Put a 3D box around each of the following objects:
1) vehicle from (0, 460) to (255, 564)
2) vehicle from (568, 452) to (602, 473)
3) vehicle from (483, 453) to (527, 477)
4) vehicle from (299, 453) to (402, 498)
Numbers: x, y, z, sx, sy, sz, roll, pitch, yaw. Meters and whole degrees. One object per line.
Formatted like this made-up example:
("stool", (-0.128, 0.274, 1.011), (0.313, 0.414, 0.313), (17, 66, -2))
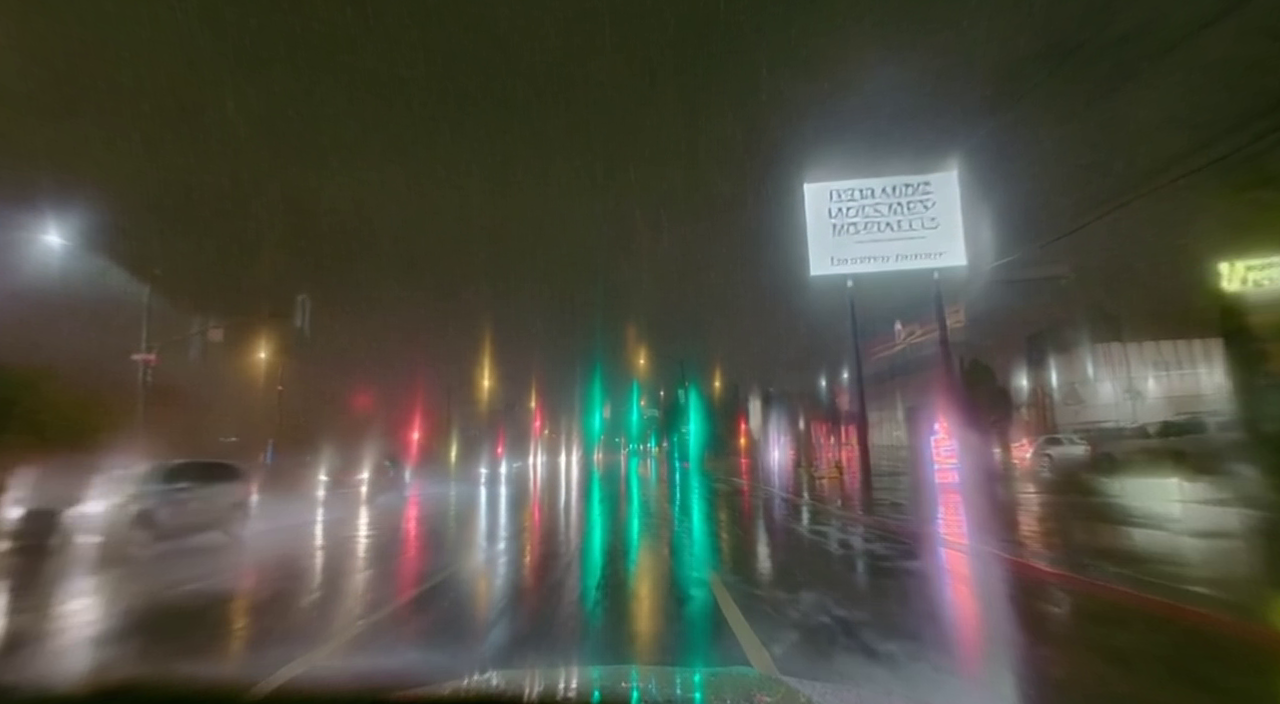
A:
("vehicle", (-9.496, 2.768, 11.638), (2.050, 1.457, 4.338), (0, -9, 0))
("vehicle", (-3.897, 7.852, 45.192), (1.962, 1.420, 4.021), (-1, -9, 2))
("vehicle", (-9.691, 8.117, 45.637), (1.994, 1.550, 5.009), (-1, -9, 1))
("vehicle", (-13.034, 5.551, 28.881), (2.347, 1.857, 4.860), (0, -9, 0))
